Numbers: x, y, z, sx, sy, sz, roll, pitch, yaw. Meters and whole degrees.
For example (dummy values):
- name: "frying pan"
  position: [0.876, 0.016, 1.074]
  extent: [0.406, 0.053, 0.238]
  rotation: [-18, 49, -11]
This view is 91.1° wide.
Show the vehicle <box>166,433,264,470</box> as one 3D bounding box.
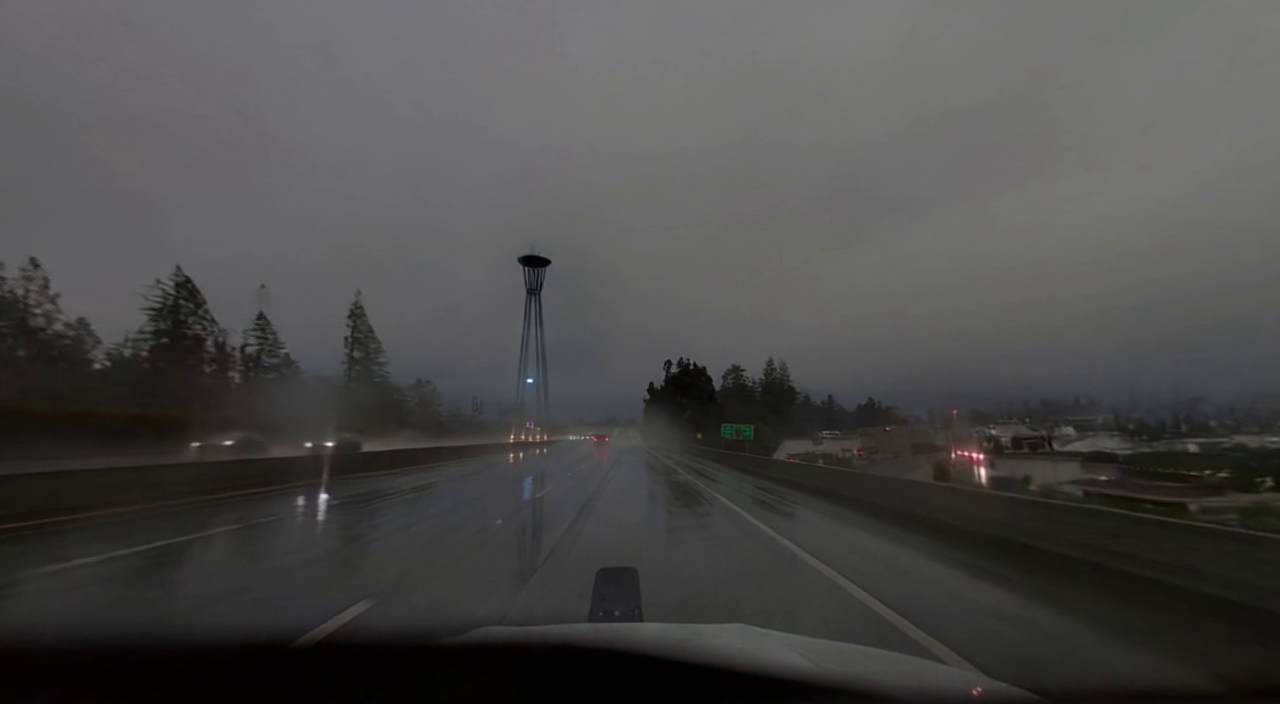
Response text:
- name: "vehicle"
  position: [-25.089, 5.849, 37.421]
  extent: [2.162, 1.998, 5.306]
  rotation: [0, -8, -1]

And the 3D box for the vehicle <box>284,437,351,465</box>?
- name: "vehicle"
  position: [-20.801, 6.366, 40.754]
  extent: [1.986, 1.700, 4.426]
  rotation: [0, -8, 0]
